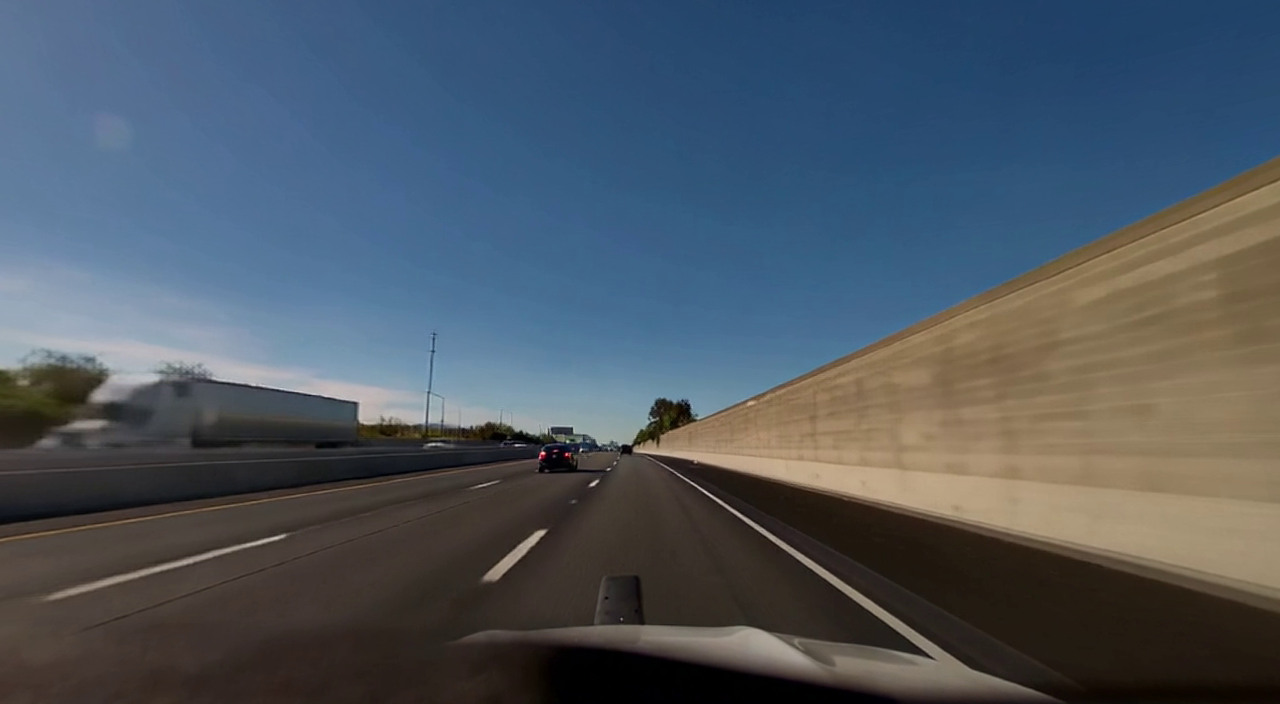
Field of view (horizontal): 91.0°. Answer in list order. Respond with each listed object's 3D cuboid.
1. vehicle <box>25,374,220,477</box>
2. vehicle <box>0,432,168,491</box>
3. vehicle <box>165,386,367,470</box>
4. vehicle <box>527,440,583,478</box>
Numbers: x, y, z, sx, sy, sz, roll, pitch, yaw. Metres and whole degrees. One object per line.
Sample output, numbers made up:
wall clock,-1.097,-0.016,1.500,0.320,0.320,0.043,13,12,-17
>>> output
vehicle,-21.599,3.211,26.878,2.964,3.891,5.988,0,-8,0
vehicle,-17.138,3.265,19.097,2.064,1.556,4.548,0,-8,0
vehicle,-21.725,4.881,38.718,2.929,4.118,15.561,0,-9,0
vehicle,-4.043,5.159,30.642,2.133,1.683,4.340,0,-8,0
